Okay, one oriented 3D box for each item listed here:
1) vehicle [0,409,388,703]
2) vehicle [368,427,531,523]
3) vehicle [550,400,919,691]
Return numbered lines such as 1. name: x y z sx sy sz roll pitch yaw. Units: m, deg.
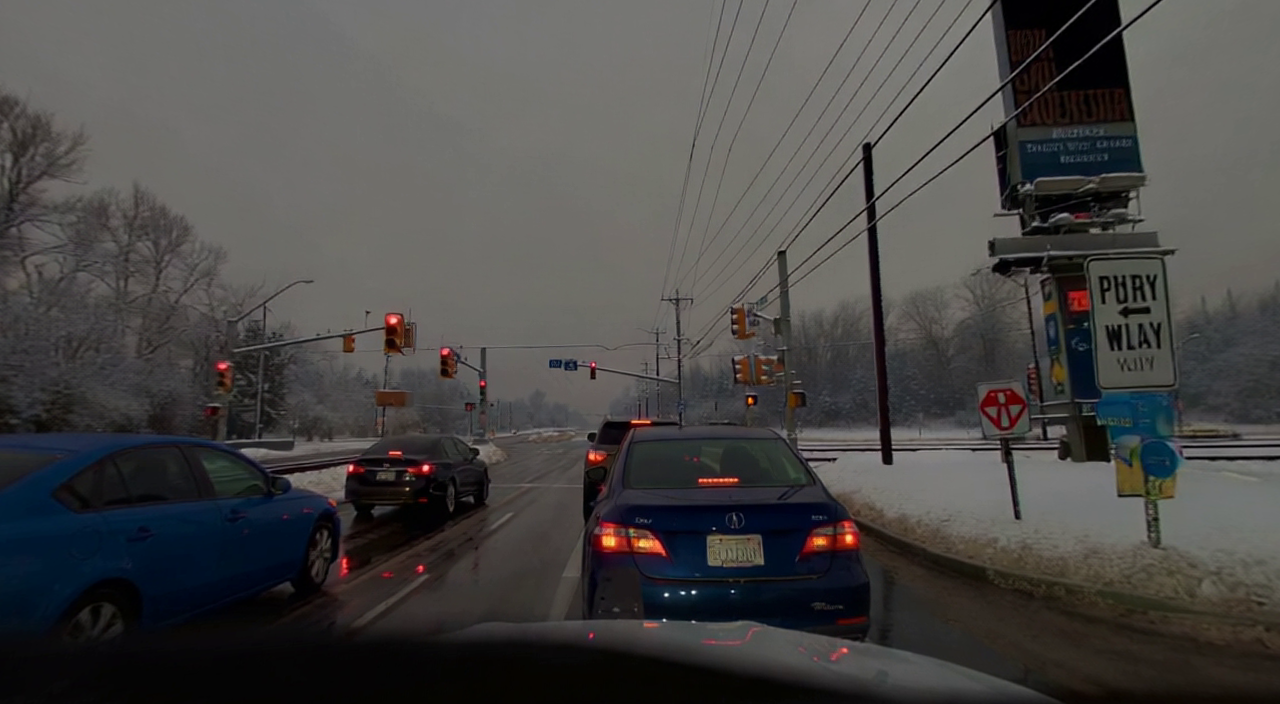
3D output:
1. vehicle: -3.717 1.256 4.511 1.956 1.468 4.585 0 -9 0
2. vehicle: -3.361 2.253 12.075 1.984 1.505 4.047 0 -9 -2
3. vehicle: 0.402 1.327 5.448 1.998 1.529 3.960 1 -9 -3
